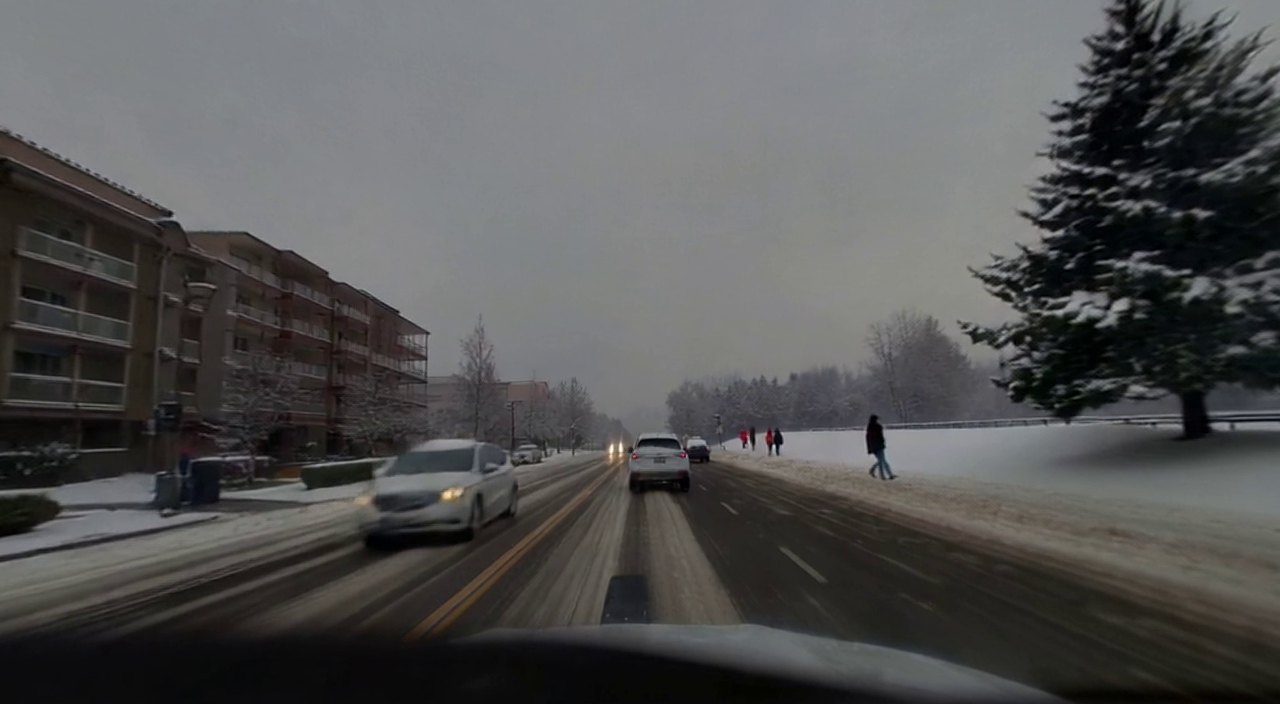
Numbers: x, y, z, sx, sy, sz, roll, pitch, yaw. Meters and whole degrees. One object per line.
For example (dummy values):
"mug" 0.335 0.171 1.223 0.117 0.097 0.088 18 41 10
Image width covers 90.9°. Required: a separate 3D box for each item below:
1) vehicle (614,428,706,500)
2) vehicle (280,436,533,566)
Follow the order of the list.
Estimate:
"vehicle" 0.457 2.908 16.690 2.132 1.632 3.838 0 -9 0
"vehicle" -3.040 2.032 9.372 2.104 1.455 4.199 -1 -9 1
